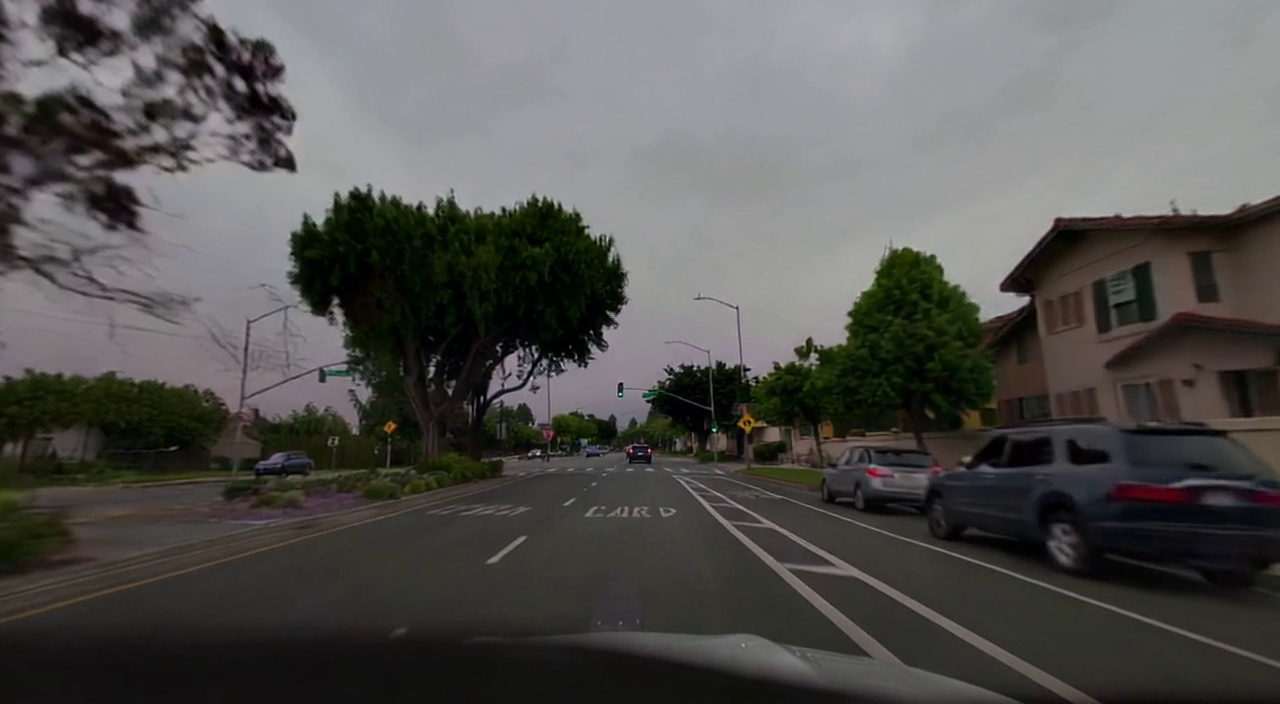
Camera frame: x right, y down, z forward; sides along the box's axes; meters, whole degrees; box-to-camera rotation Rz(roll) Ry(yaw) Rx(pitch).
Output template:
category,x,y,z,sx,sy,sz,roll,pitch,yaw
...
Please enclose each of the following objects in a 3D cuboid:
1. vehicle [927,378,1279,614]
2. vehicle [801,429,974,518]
category,x,y,z,sx,sy,sz,roll,pitch,yaw
vehicle,5.664,1.550,7.707,2.008,1.930,4.919,0,-9,1
vehicle,5.482,2.789,14.880,2.070,1.710,4.964,1,-9,0
